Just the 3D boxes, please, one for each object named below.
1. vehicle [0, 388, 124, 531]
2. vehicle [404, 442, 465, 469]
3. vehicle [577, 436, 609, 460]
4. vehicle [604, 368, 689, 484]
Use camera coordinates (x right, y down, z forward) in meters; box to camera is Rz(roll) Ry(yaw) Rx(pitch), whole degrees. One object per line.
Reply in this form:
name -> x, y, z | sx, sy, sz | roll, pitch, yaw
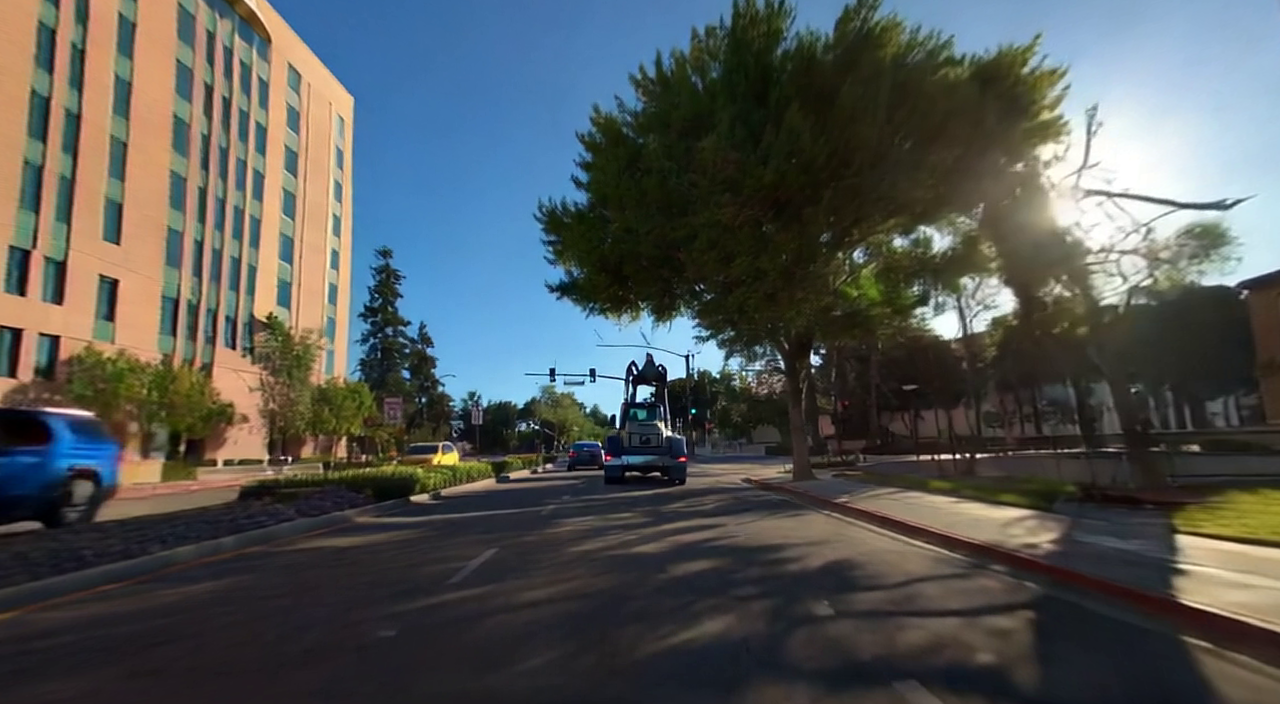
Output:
vehicle -> -12.225, 1.788, 10.433 | 2.404, 2.444, 5.799 | 0, -9, -1
vehicle -> -12.094, 6.117, 37.451 | 1.941, 1.520, 4.864 | 0, -9, 0
vehicle -> -3.472, 7.251, 47.553 | 2.081, 1.688, 4.235 | 0, -9, 0
vehicle -> 0.198, 3.034, 24.545 | 2.552, 3.461, 11.044 | -1, -8, 0
